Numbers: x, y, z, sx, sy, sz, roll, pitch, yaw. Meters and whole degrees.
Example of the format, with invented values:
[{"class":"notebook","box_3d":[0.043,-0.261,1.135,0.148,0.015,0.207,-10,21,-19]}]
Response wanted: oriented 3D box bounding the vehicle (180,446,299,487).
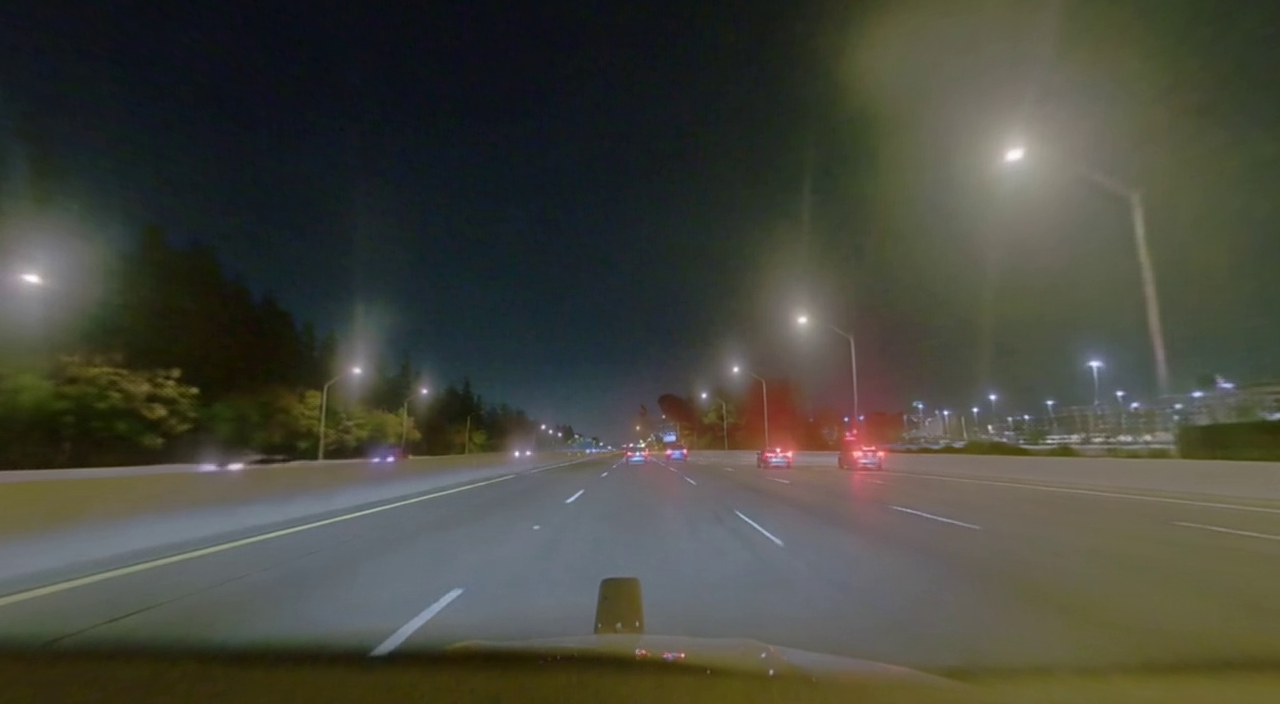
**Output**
[{"class":"vehicle","box_3d":[-14.091,4.021,22.547,1.627,1.232,4.064,0,-8,-1]}]
